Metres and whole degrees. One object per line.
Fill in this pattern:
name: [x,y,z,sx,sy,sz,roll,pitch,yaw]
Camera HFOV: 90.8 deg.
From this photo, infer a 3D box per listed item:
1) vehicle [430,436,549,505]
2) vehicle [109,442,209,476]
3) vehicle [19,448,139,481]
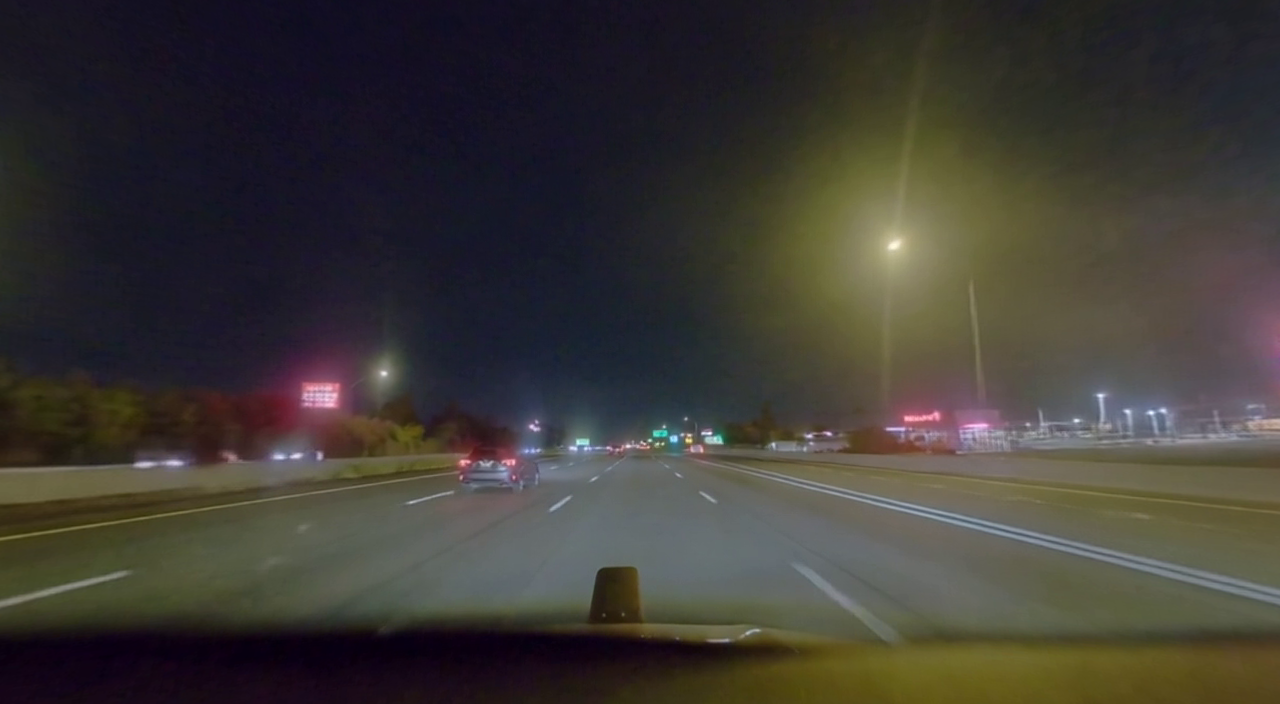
vehicle: [-3.658,2.962,16.203,1.939,1.508,4.272,0,-9,1]
vehicle: [-22.663,5.023,29.922,1.806,1.480,3.620,0,-9,1]
vehicle: [-26.321,5.259,29.822,2.068,1.429,3.894,0,-9,0]
